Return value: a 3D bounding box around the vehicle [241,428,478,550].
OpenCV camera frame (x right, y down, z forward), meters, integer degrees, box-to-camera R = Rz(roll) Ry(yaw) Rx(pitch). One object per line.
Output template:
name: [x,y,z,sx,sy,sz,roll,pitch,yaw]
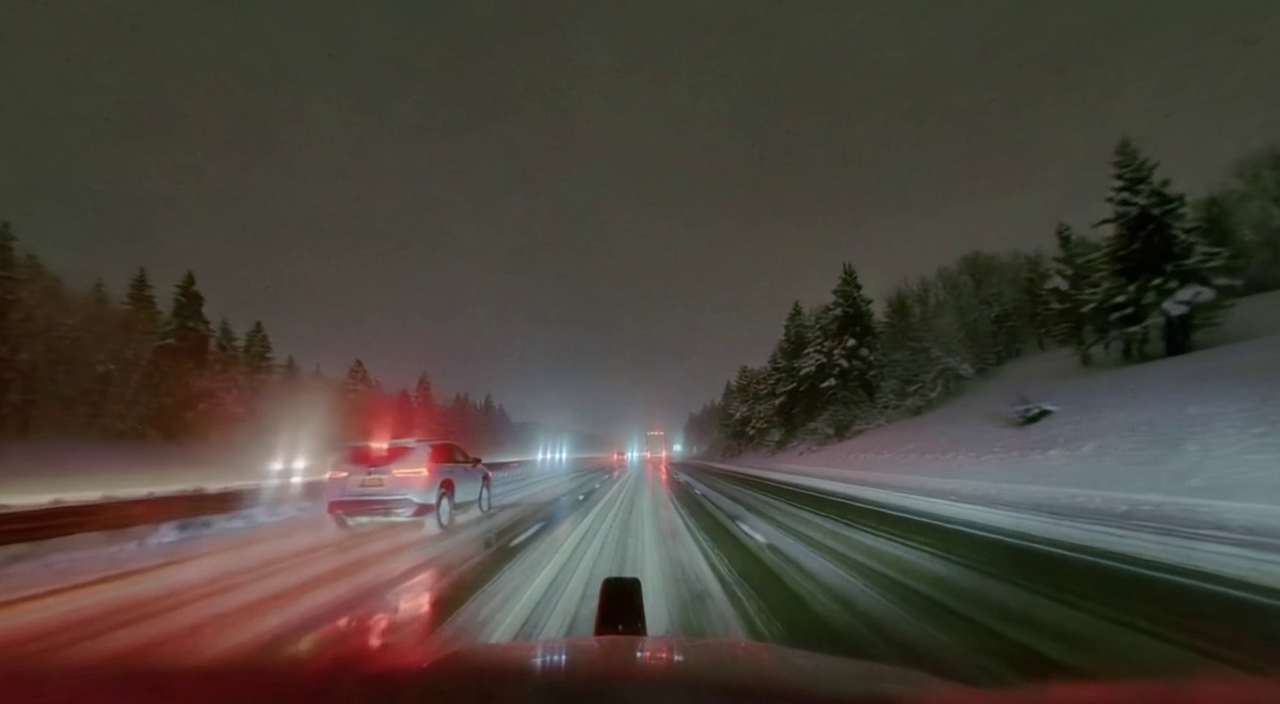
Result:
vehicle: [-4.221,2.121,10.385,2.035,1.595,4.022,0,-9,0]
